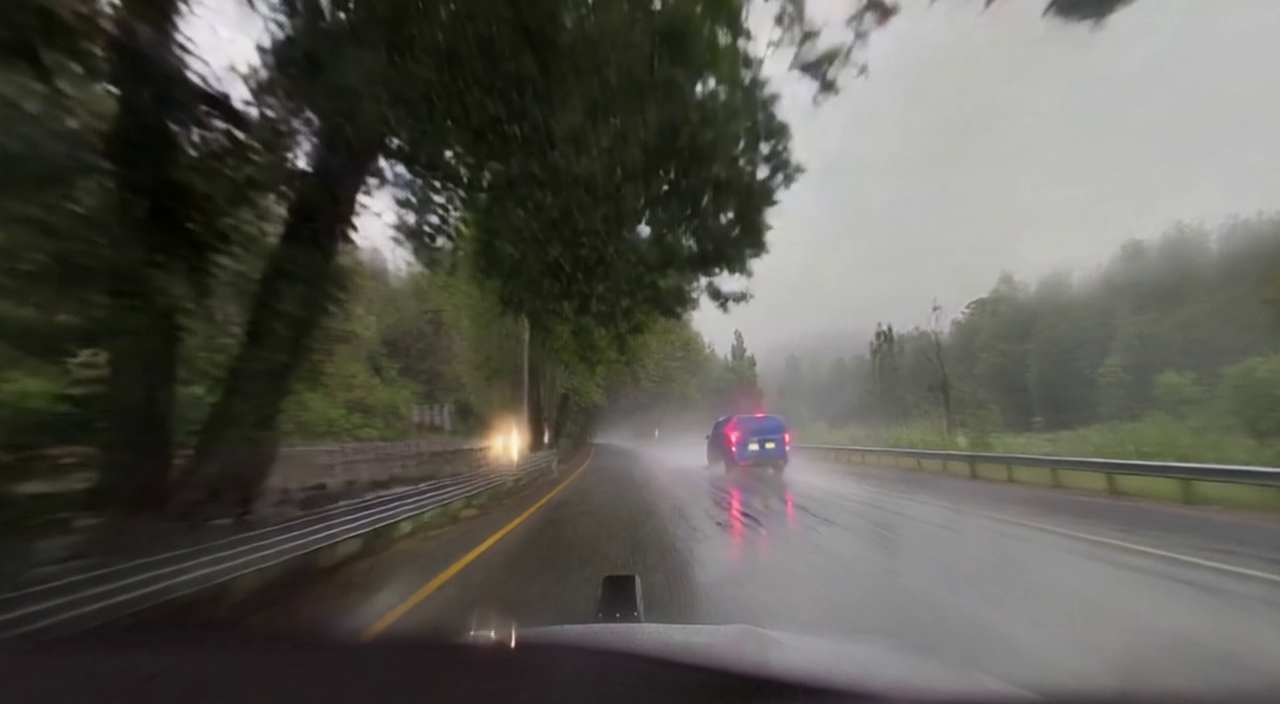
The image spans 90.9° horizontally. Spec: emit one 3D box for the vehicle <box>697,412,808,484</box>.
[{"bbox_3d":[3.075,2.754,18.392,2.240,1.801,4.545,0,-8,-2],"label":"vehicle"}]
